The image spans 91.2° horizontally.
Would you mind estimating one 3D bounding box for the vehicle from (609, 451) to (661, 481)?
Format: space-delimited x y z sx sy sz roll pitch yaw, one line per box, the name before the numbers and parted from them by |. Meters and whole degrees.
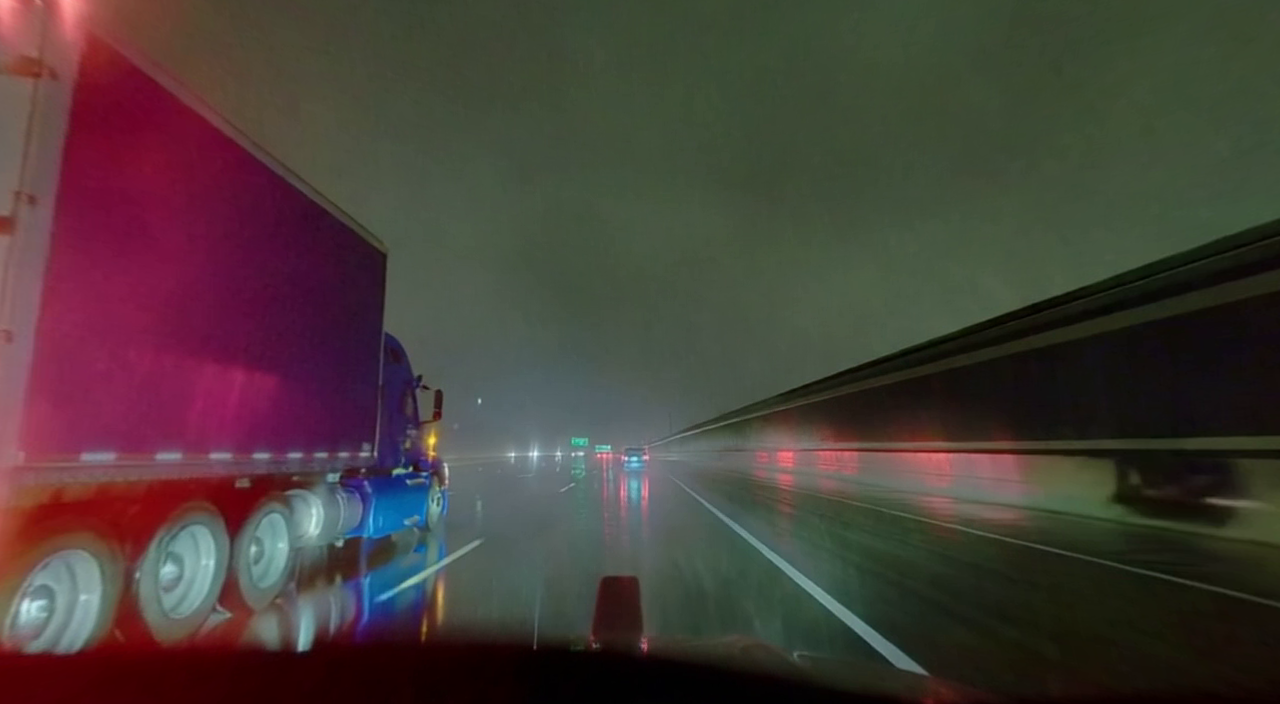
vehicle | -0.286 5.709 31.783 2.398 1.336 5.698 0 -9 -1
